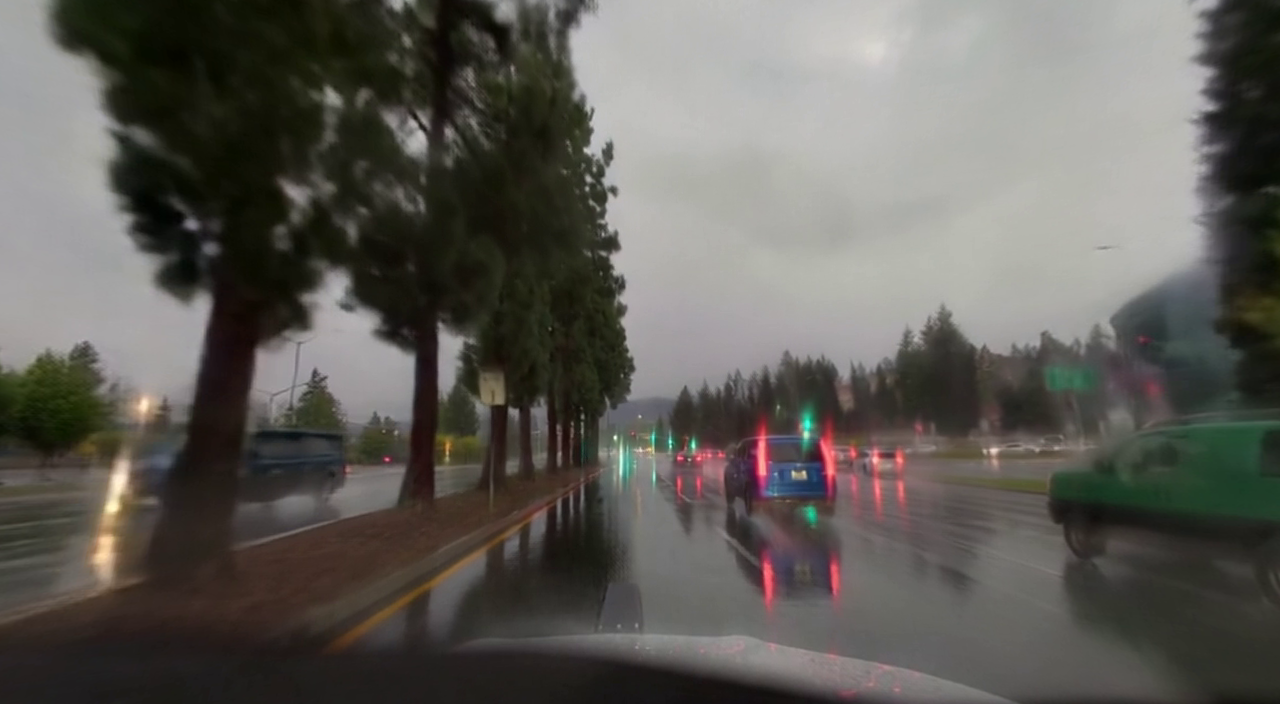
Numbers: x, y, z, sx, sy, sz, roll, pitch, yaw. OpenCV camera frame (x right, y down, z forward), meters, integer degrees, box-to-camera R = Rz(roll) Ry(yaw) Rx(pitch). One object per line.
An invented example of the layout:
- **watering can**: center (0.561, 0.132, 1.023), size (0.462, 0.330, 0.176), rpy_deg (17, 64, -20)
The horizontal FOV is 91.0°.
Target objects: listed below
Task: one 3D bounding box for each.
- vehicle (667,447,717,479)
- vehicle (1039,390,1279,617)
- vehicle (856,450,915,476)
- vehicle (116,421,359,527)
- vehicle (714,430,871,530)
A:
- **vehicle**: center (2.513, 5.475, 31.325), size (1.980, 1.484, 4.093), rpy_deg (0, -9, -2)
- **vehicle**: center (6.226, 1.306, 5.647), size (2.153, 1.811, 4.595), rpy_deg (0, -9, -1)
- **vehicle**: center (14.850, 6.711, 38.313), size (1.815, 1.493, 4.135), rpy_deg (0, -9, -1)
- **vehicle**: center (-9.194, 2.819, 15.201), size (2.215, 2.062, 5.360), rpy_deg (0, -9, 1)
- **vehicle**: center (2.878, 2.517, 12.967), size (2.075, 1.698, 4.142), rpy_deg (0, -9, -2)
